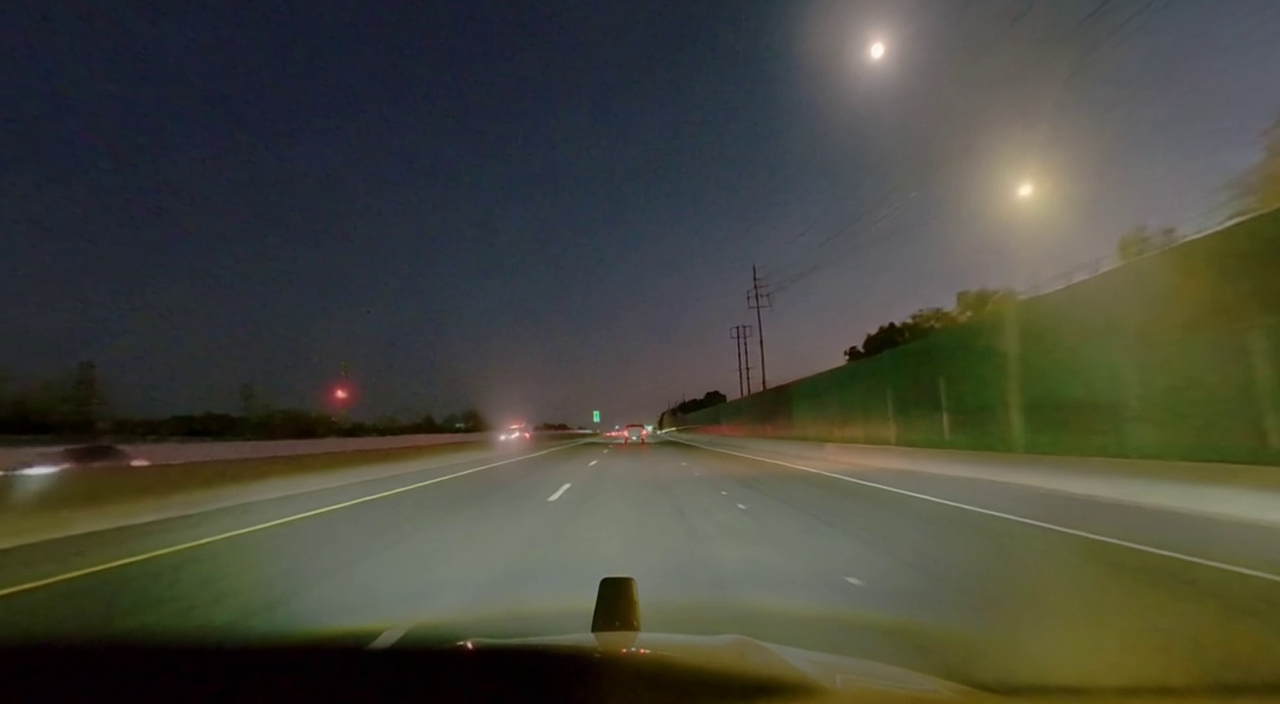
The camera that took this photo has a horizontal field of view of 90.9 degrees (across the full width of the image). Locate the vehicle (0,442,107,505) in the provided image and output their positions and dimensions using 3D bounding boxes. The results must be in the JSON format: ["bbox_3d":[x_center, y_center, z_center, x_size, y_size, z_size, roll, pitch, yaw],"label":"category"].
[{"bbox_3d":[-16.547,3.073,16.113,1.860,1.505,4.566,0,-8,-1],"label":"vehicle"}]
